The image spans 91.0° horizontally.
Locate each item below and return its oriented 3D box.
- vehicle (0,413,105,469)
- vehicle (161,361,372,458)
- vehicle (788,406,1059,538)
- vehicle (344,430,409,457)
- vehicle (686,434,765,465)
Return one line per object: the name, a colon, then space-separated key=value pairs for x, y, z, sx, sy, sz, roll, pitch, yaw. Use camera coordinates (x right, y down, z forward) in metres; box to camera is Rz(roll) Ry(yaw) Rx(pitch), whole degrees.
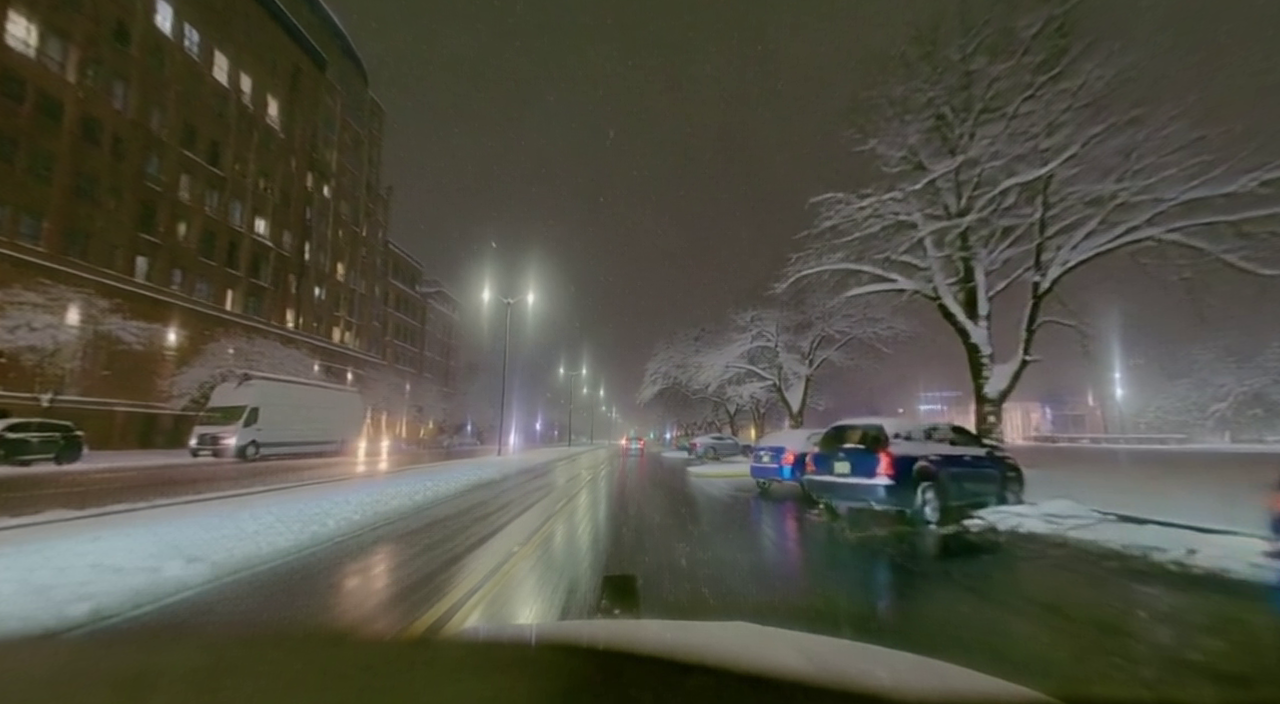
vehicle: x=-18.648 y=2.632 z=18.507 sx=1.909 sy=1.518 sz=4.459 roll=-1 pitch=-8 yaw=0
vehicle: x=-18.985 y=3.433 z=34.058 sx=3.054 sy=4.140 sz=14.110 roll=-1 pitch=-8 yaw=-1
vehicle: x=4.712 y=1.812 z=10.208 sx=4.585 sy=1.660 sz=1.969 roll=6 pitch=-10 yaw=-37
vehicle: x=-15.741 y=5.513 z=37.920 sx=1.909 sy=1.465 sz=4.758 roll=0 pitch=-8 yaw=-1
vehicle: x=4.488 y=5.063 z=32.782 sx=3.896 sy=1.488 sz=1.868 roll=6 pitch=-10 yaw=-37
